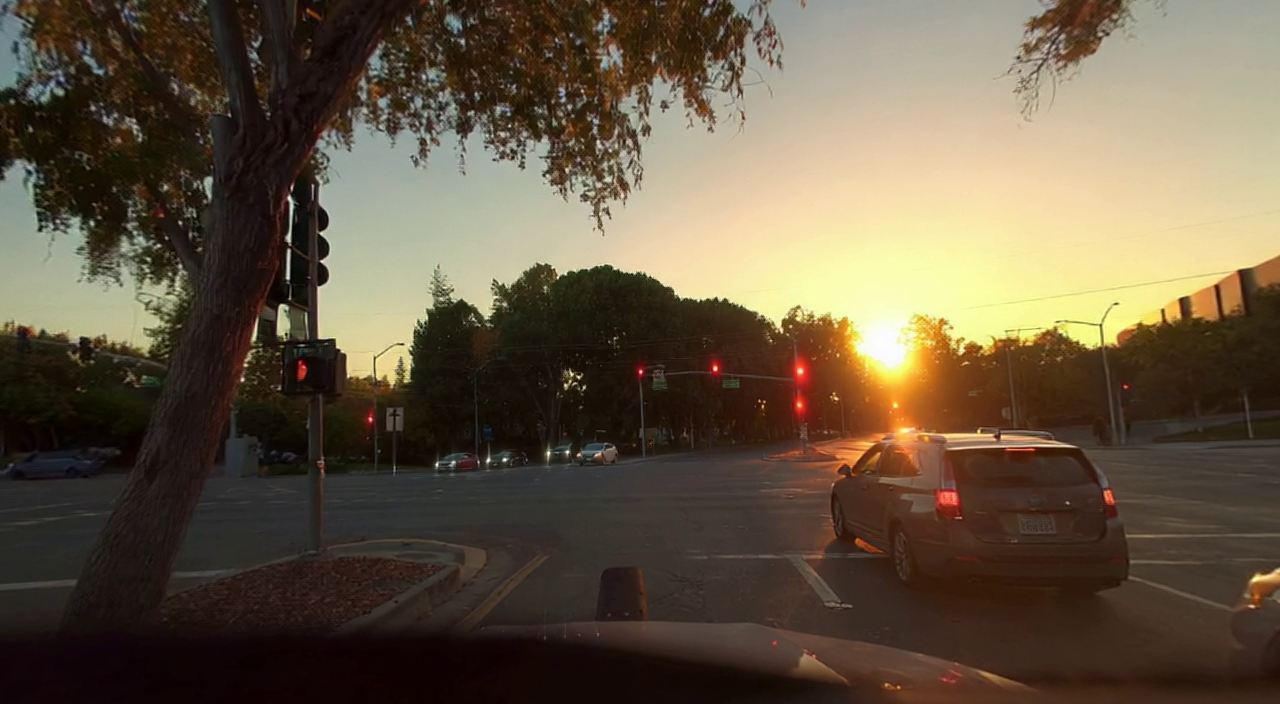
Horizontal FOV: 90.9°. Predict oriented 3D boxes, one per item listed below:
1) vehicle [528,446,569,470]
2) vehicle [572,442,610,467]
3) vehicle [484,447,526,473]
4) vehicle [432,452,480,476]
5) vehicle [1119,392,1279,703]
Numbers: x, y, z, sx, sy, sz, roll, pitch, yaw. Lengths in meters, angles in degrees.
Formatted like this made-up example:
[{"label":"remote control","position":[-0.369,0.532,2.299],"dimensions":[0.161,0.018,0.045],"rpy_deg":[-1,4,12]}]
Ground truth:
[{"label":"vehicle","position":[-6.540,7.603,45.484],"dimensions":[2.126,1.657,4.307],"rpy_deg":[0,-9,2]},{"label":"vehicle","position":[-3.526,7.461,45.997],"dimensions":[2.215,1.732,4.684],"rpy_deg":[-1,-9,3]},{"label":"vehicle","position":[-9.770,7.839,45.938],"dimensions":[2.064,1.725,4.243],"rpy_deg":[0,-9,1]},{"label":"vehicle","position":[-13.379,8.118,45.987],"dimensions":[2.101,1.637,4.304],"rpy_deg":[0,-9,1]},{"label":"vehicle","position":[3.063,0.619,0.423],"dimensions":[1.978,1.468,4.544],"rpy_deg":[0,-9,1]}]
